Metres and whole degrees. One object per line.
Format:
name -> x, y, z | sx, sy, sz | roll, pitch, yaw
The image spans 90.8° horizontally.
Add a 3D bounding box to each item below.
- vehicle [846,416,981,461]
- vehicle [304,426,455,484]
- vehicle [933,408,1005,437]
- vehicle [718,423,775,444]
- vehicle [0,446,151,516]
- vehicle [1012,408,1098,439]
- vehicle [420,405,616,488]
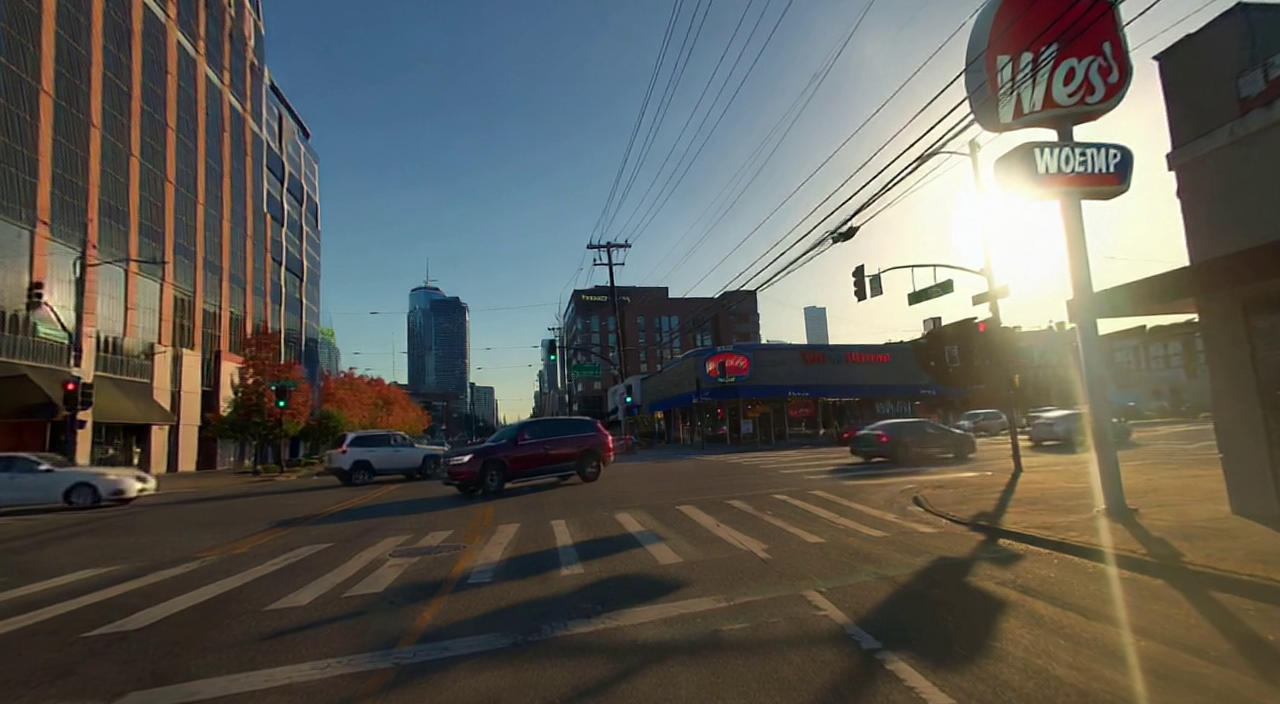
vehicle -> 9.891, 3.140, 22.806 | 4.707, 1.487, 1.907 | 4, -10, -28
vehicle -> -8.786, 3.503, 21.695 | 2.105, 1.761, 4.292 | -5, -10, 31
vehicle -> 22.439, 4.845, 43.044 | 4.474, 1.788, 2.039 | 4, -10, -28
vehicle -> 7.607, 5.866, 45.402 | 1.866, 1.430, 3.901 | 5, -10, -30
vehicle -> -14.886, 3.123, 15.584 | 4.300, 1.579, 2.166 | 6, -10, -36
vehicle -> 21.439, 3.736, 32.615 | 4.433, 1.453, 1.804 | 4, -10, -30
vehicle -> -3.234, 2.722, 18.260 | 2.374, 1.985, 5.588 | -5, -10, 31
